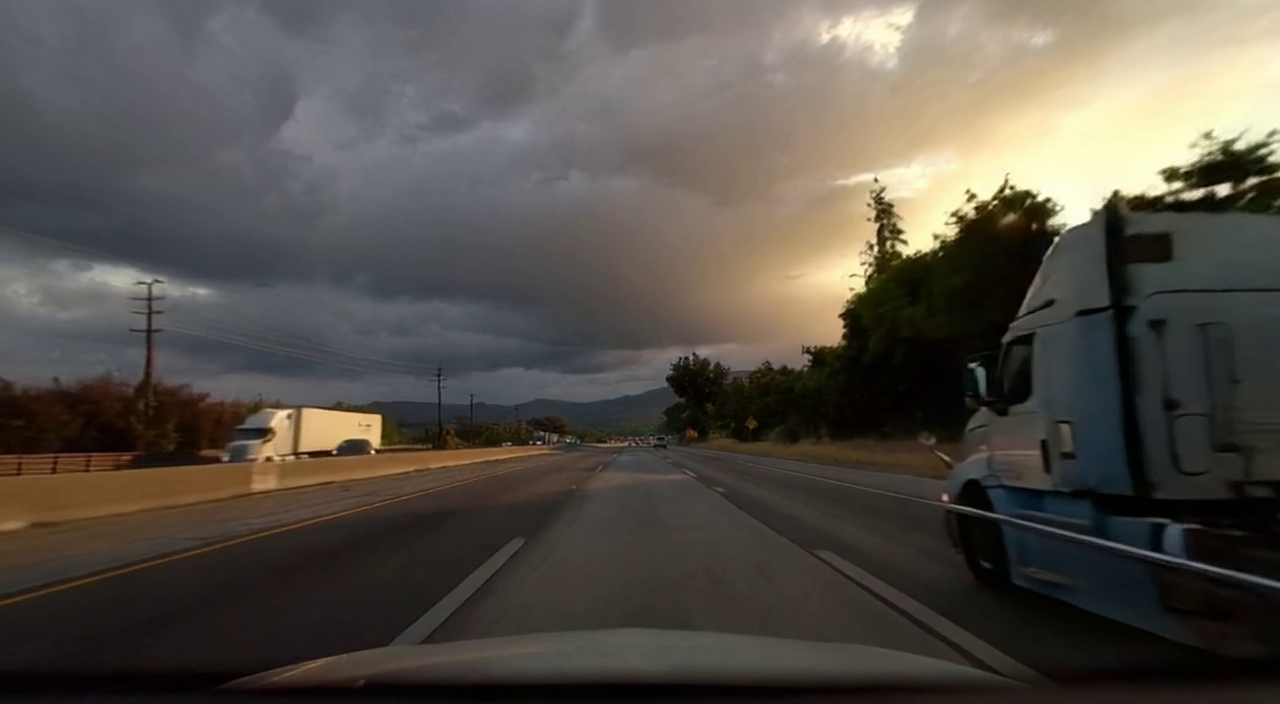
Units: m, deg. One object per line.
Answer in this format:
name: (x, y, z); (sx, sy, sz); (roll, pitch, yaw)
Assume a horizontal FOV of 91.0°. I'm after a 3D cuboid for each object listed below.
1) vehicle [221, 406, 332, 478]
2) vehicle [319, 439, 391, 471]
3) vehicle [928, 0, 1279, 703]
vehicle: (-21.417, 5.335, 37.560); (3.006, 3.901, 5.946); (-1, -8, -1)
vehicle: (-16.654, 6.008, 37.041); (2.036, 1.742, 4.794); (0, -8, -1)
vehicle: (4.004, -0.053, 1.506); (2.766, 3.349, 7.796); (0, -8, -1)
